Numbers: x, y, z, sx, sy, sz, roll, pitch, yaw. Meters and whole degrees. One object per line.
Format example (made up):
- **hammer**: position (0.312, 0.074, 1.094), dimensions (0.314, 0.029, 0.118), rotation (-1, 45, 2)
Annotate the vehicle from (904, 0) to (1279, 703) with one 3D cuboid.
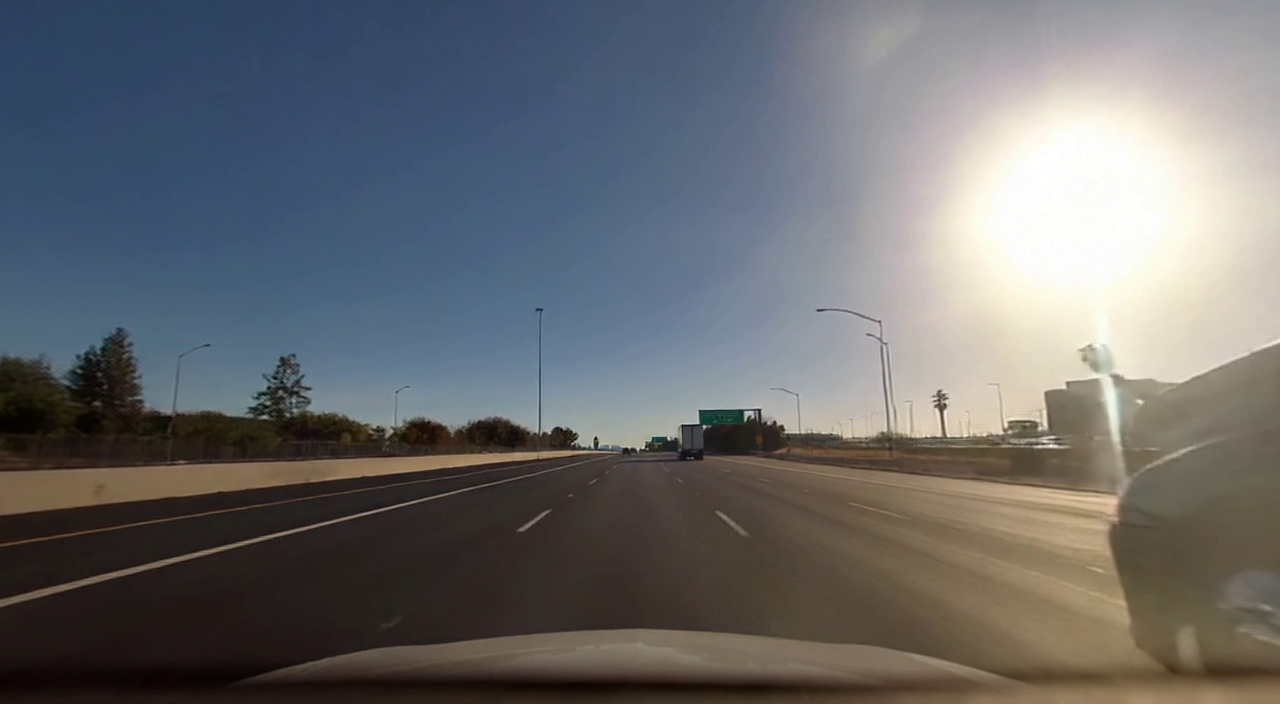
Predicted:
- **vehicle**: position (3.457, -0.530, 0.457), dimensions (2.998, 3.820, 8.356), rotation (0, -9, 1)
